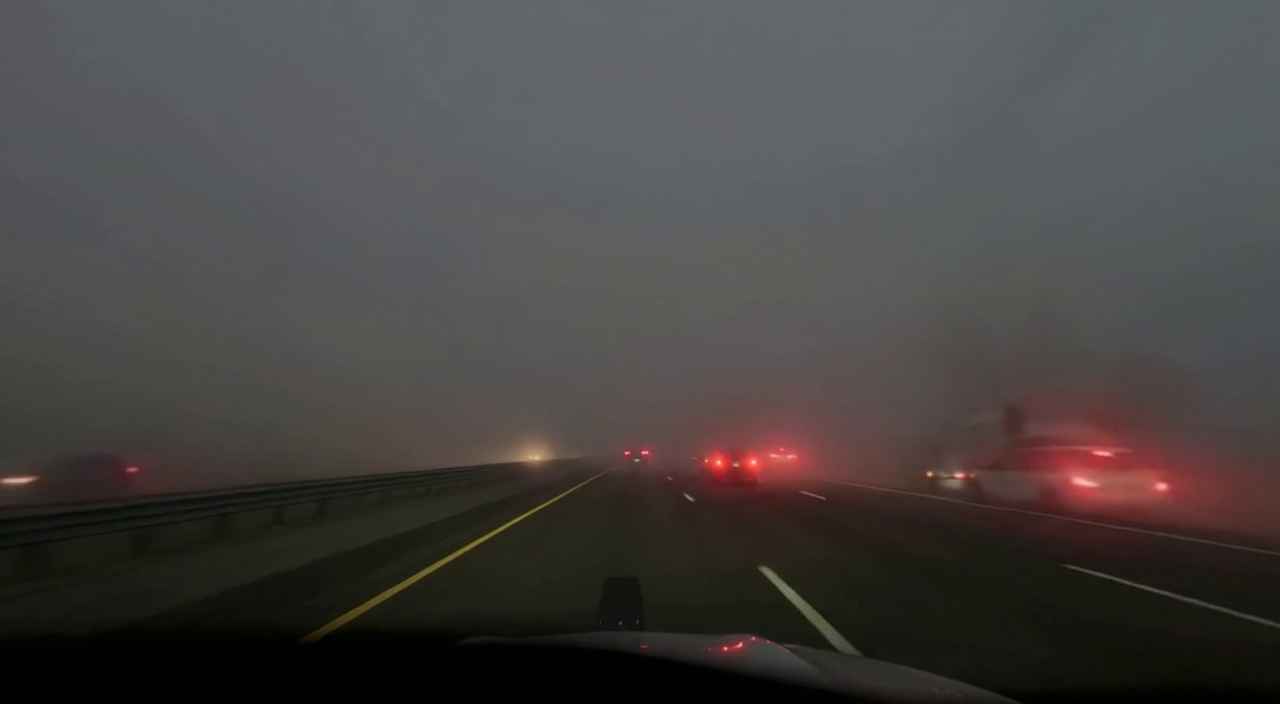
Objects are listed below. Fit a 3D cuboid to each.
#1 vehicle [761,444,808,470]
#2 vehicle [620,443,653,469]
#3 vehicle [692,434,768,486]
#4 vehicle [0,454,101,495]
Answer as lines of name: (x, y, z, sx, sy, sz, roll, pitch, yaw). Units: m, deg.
vehicle: (10.610, 7.745, 46.589, 2.161, 1.824, 4.876, 1, -9, -1)
vehicle: (-0.214, 7.120, 43.044, 2.142, 1.664, 4.076, 0, -9, 0)
vehicle: (3.405, 4.227, 24.860, 2.269, 1.839, 4.554, 1, -9, -1)
vehicle: (-25.600, 5.068, 26.333, 1.896, 1.549, 4.654, 0, -9, 1)
